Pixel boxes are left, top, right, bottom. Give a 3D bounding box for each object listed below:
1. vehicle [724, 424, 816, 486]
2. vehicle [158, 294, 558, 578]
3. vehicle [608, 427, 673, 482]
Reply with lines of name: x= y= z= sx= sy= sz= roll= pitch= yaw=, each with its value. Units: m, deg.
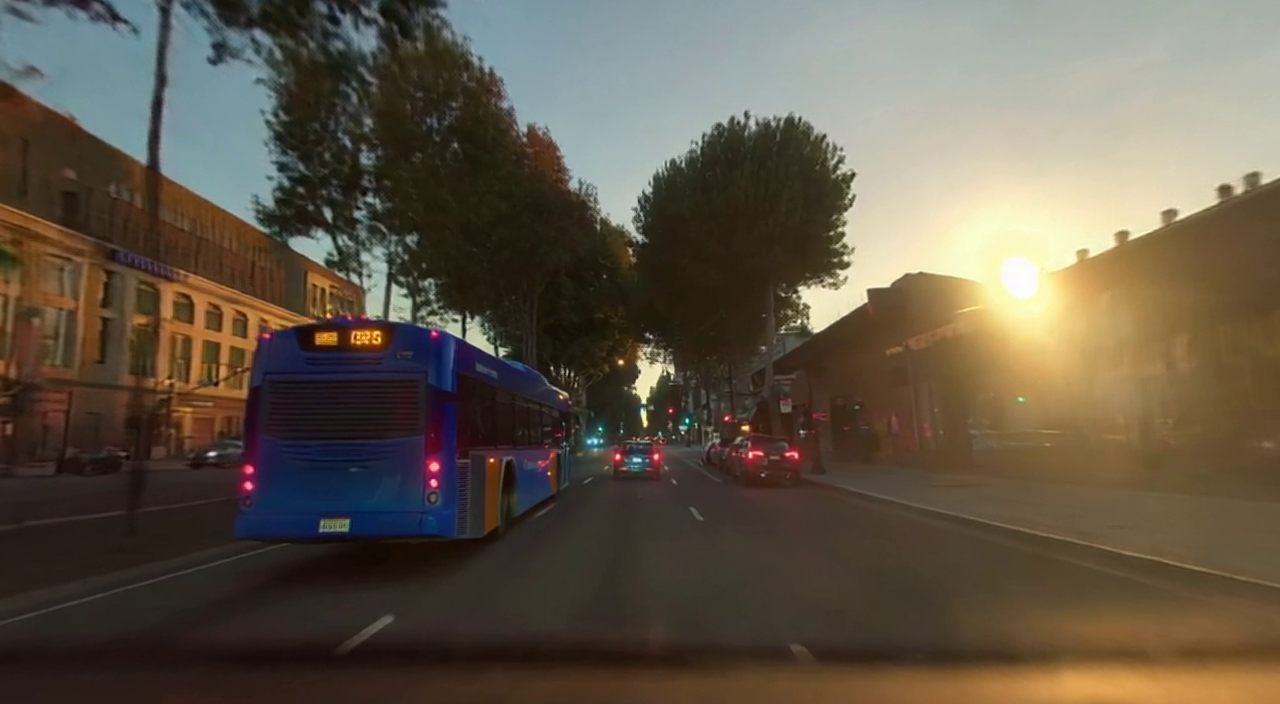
vehicle: x=4.133 y=3.378 z=20.914 sx=2.138 sy=1.787 sz=4.522 roll=0 pitch=-8 yaw=1
vehicle: x=-3.388 y=1.381 z=10.741 sx=2.920 sy=2.884 sz=8.588 roll=0 pitch=-8 yaw=-1
vehicle: x=0.043 y=3.601 z=22.365 sx=2.120 sy=1.727 sz=3.917 roll=0 pitch=-8 yaw=1
